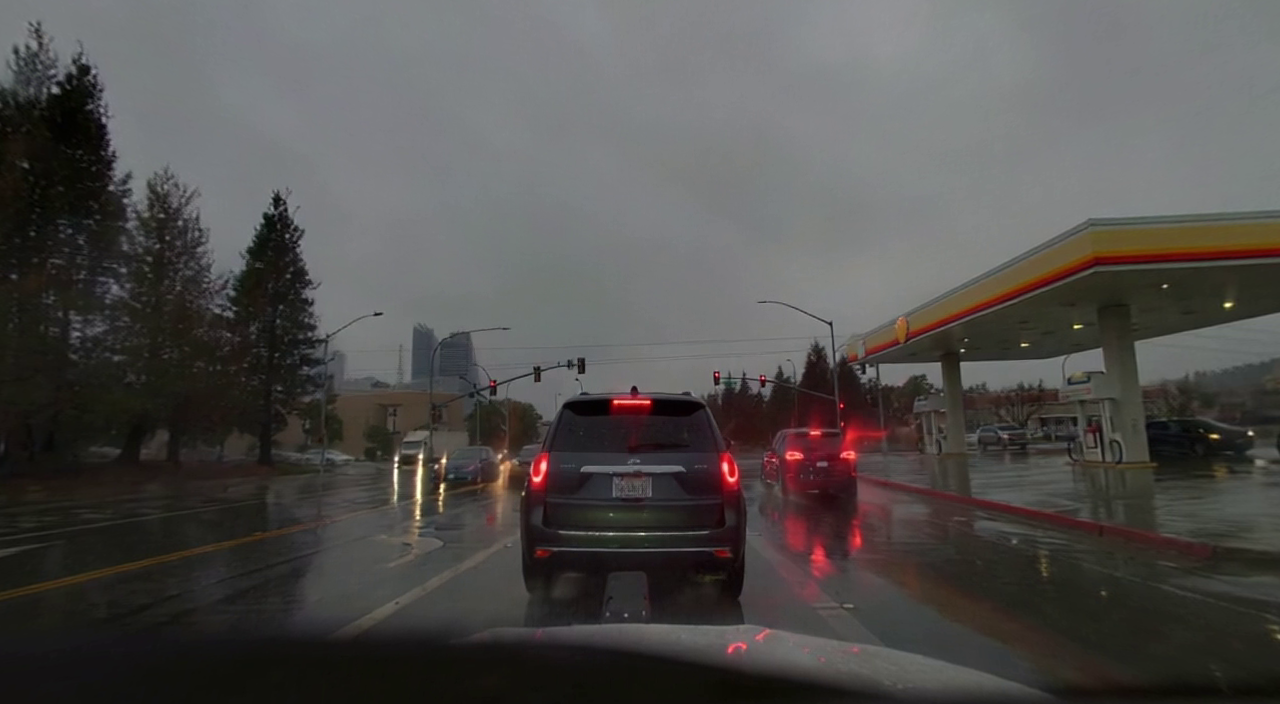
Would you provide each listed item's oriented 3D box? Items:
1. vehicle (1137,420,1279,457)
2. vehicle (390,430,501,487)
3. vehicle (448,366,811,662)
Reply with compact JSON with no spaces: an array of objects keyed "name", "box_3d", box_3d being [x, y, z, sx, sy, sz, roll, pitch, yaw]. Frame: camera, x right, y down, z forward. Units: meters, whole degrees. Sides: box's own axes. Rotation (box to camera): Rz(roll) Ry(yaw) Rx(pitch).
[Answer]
[{"name":"vehicle","box_3d":[25.940,3.968,28.782,4.551,1.616,1.973,-2,-9,11]},{"name":"vehicle","box_3d":[-6.645,3.709,22.170,2.065,1.753,4.525,-1,-9,6]},{"name":"vehicle","box_3d":[0.011,1.319,6.134,2.236,1.819,4.291,0,-9,2]}]
